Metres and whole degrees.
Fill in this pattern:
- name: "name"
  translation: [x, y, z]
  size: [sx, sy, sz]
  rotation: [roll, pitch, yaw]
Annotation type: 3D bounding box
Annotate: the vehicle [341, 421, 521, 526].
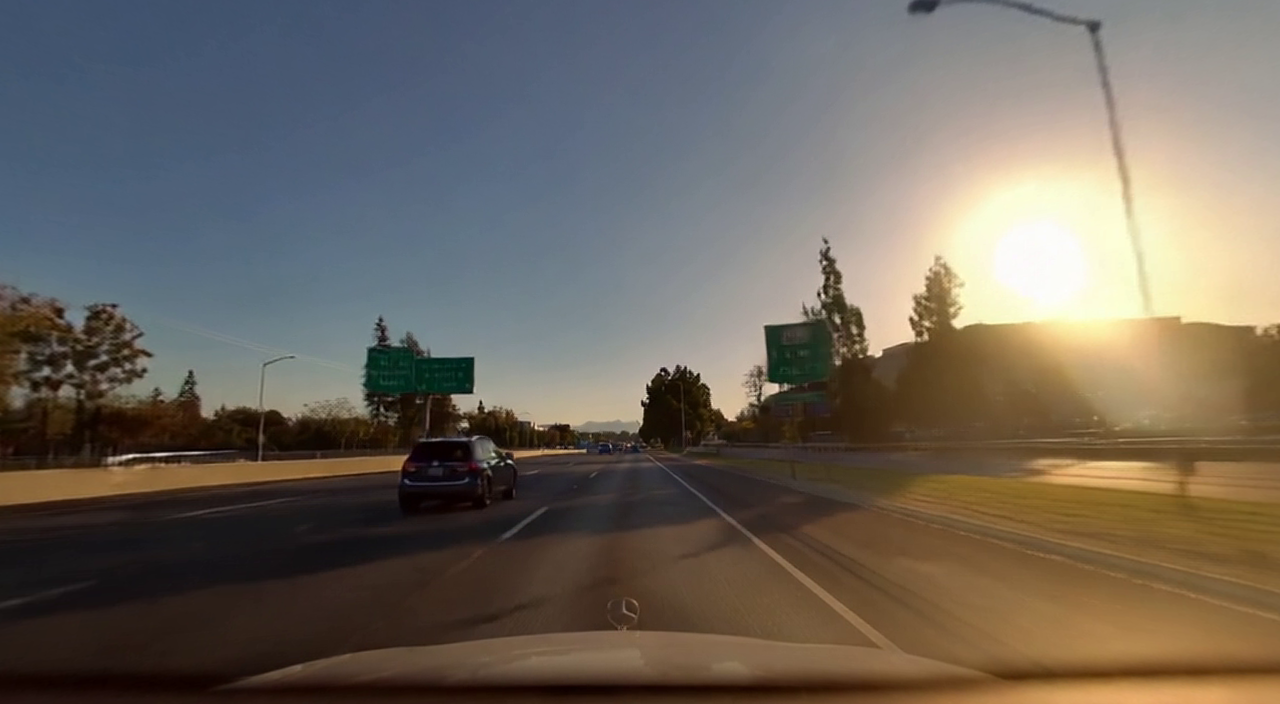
- name: "vehicle"
  translation: [-4.023, 2.434, 13.209]
  size: [2.150, 1.761, 4.697]
  rotation: [0, -8, 0]
